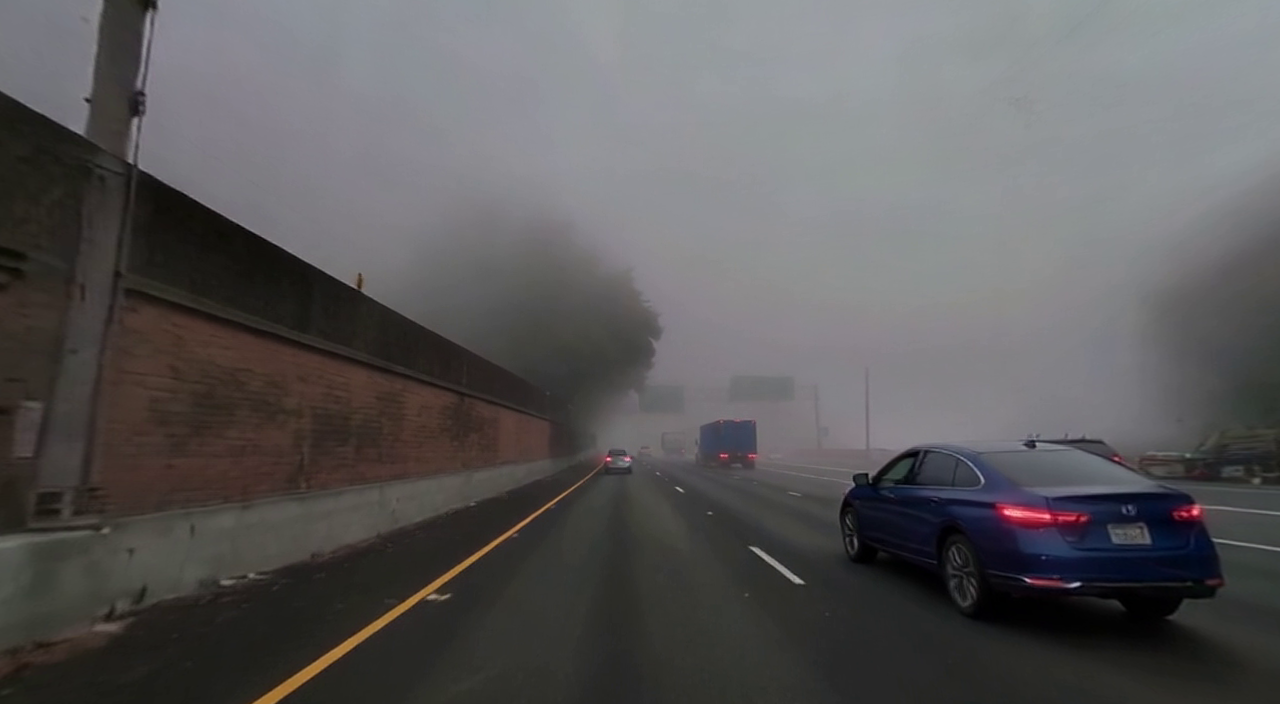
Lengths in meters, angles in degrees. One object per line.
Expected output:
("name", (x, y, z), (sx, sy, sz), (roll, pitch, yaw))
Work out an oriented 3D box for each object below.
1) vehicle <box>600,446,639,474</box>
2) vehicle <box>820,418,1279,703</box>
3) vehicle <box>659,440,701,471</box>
("vehicle", (-1.207, 6.152, 36.314), (2.083, 1.477, 3.965), (0, -9, -3))
("vehicle", (3.052, 1.346, 4.925), (1.922, 1.465, 4.165), (0, -9, -2))
("vehicle", (2.494, 6.589, 40.489), (2.114, 1.849, 4.692), (0, -9, -3))
